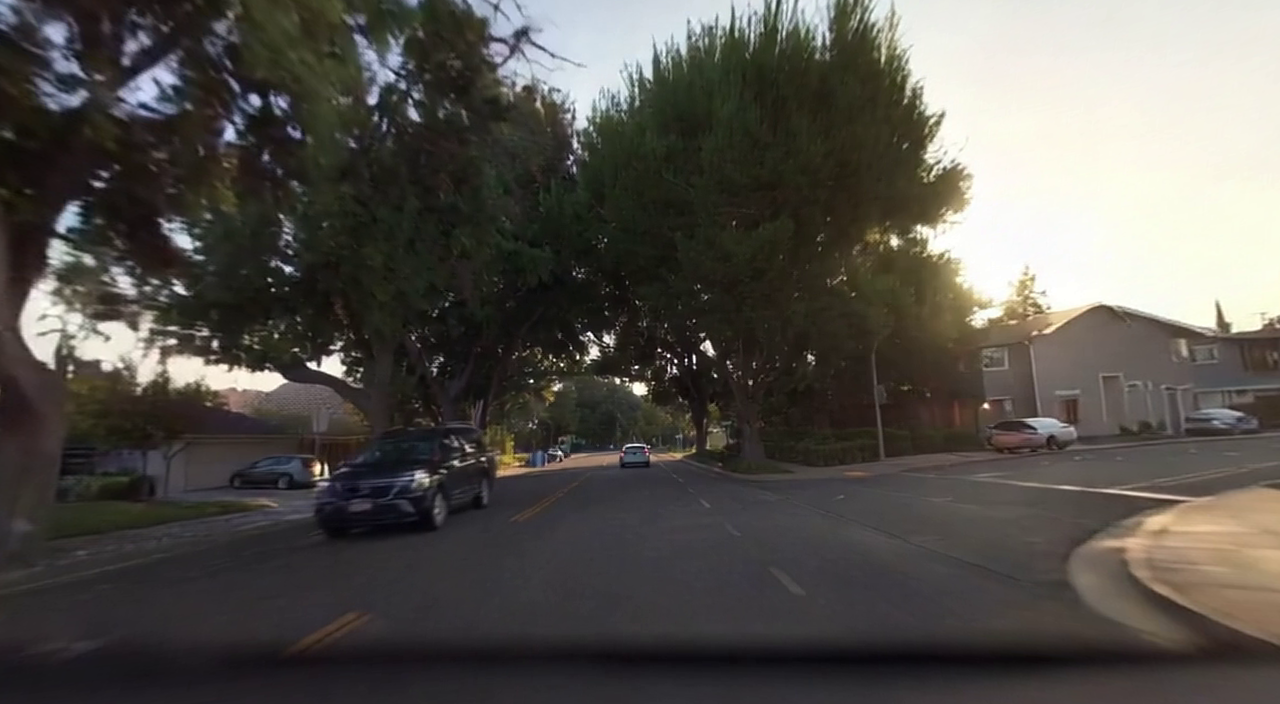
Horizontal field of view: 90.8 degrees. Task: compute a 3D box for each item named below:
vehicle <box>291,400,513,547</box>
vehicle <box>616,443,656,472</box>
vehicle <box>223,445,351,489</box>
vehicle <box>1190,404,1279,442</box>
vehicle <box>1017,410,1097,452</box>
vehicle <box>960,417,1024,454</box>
[{"bbox_3d":[-4.404,2.342,12.920,2.451,2.182,5.485,-4,-8,-1],"label":"vehicle"},{"bbox_3d":[-0.196,5.796,35.015,2.098,1.483,4.099,0,-8,0],"label":"vehicle"},{"bbox_3d":[-14.948,4.875,26.908,4.223,1.753,2.134,-1,-8,6],"label":"vehicle"},{"bbox_3d":[25.381,2.949,26.742,1.603,1.430,3.662,-3,-5,15],"label":"vehicle"},{"bbox_3d":[19.520,3.662,29.815,2.114,1.677,4.707,-4,-5,22],"label":"vehicle"},{"bbox_3d":[16.927,4.004,30.607,1.979,1.434,4.607,-7,-7,21],"label":"vehicle"}]
